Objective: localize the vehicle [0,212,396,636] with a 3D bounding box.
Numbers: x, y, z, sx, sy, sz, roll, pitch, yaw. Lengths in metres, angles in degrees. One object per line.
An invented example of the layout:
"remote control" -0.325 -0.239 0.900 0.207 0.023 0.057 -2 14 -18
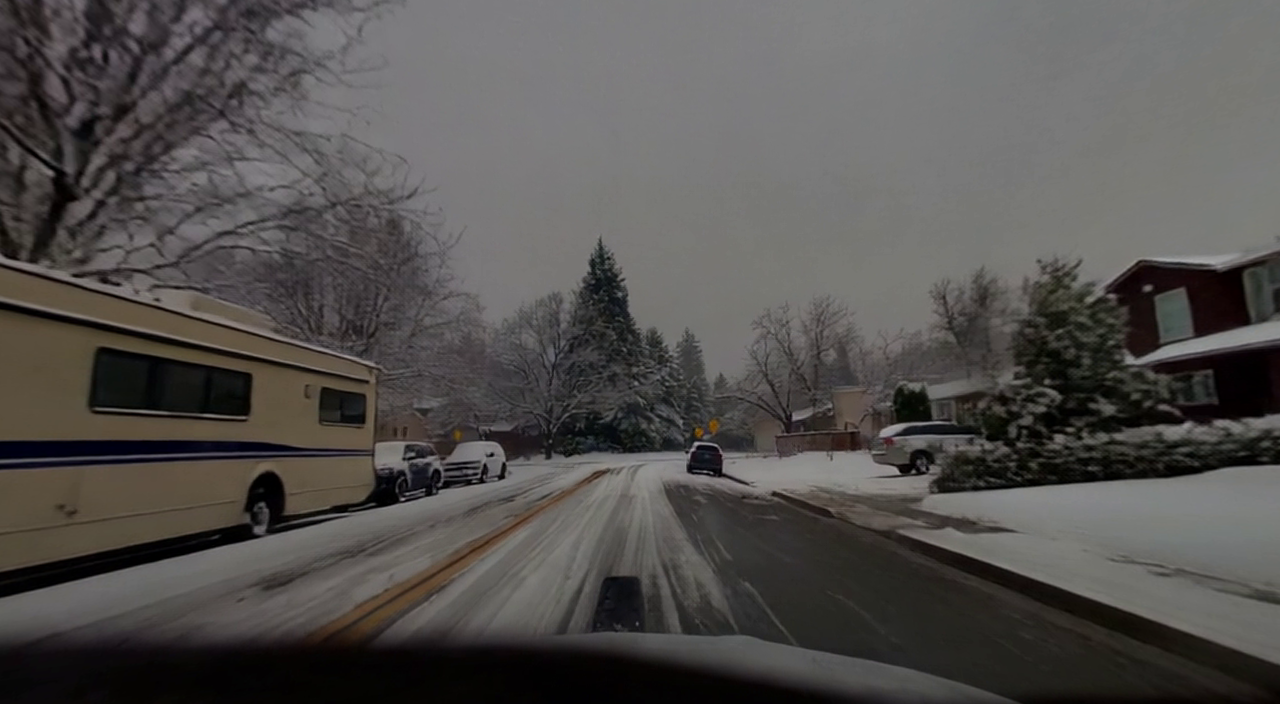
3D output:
"vehicle" -6.832 0.956 7.428 3.103 3.479 11.801 -1 -9 1

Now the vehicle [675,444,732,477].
"vehicle" 3.008 5.259 30.935 2.167 1.479 4.597 0 -8 -2

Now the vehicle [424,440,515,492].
"vehicle" -6.905 4.629 26.268 2.225 1.817 5.731 -3 -8 0
